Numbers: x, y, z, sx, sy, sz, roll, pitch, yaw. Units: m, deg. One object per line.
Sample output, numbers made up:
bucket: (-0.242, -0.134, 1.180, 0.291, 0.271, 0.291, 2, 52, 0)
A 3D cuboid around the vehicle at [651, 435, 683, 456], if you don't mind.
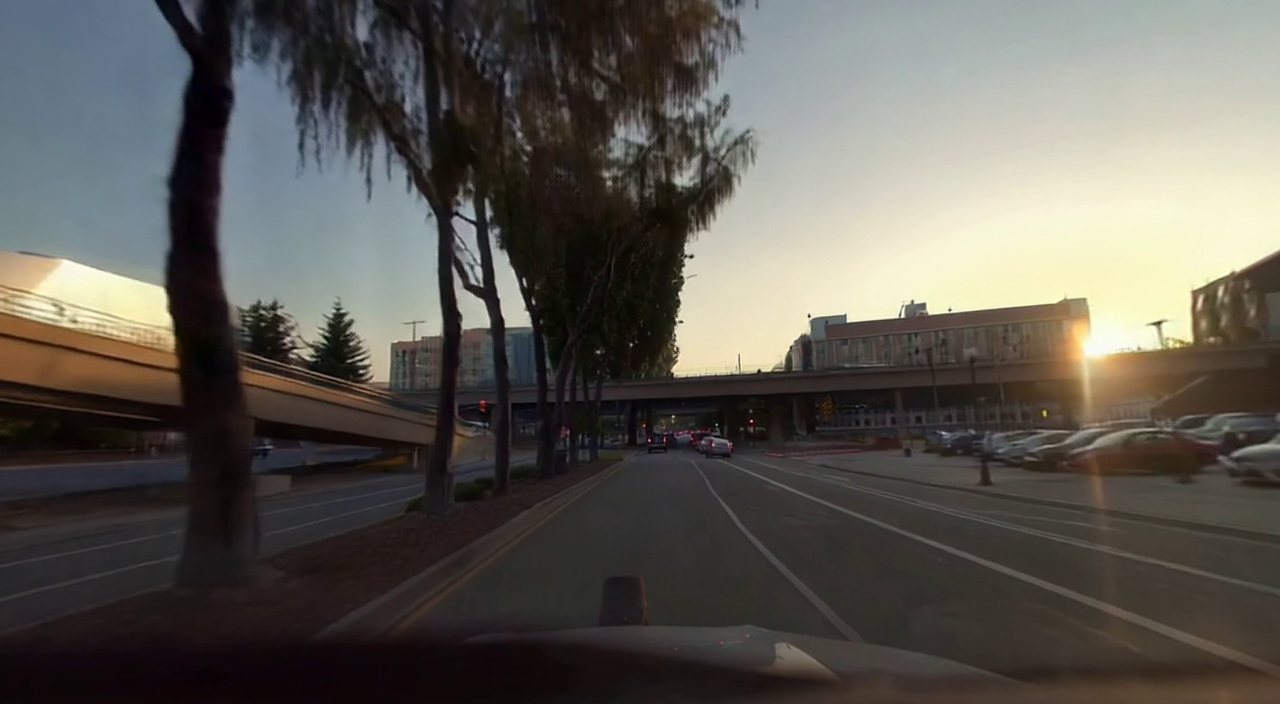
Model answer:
vehicle: (2.068, 7.064, 47.484, 2.280, 1.475, 4.051, -1, -8, 4)
